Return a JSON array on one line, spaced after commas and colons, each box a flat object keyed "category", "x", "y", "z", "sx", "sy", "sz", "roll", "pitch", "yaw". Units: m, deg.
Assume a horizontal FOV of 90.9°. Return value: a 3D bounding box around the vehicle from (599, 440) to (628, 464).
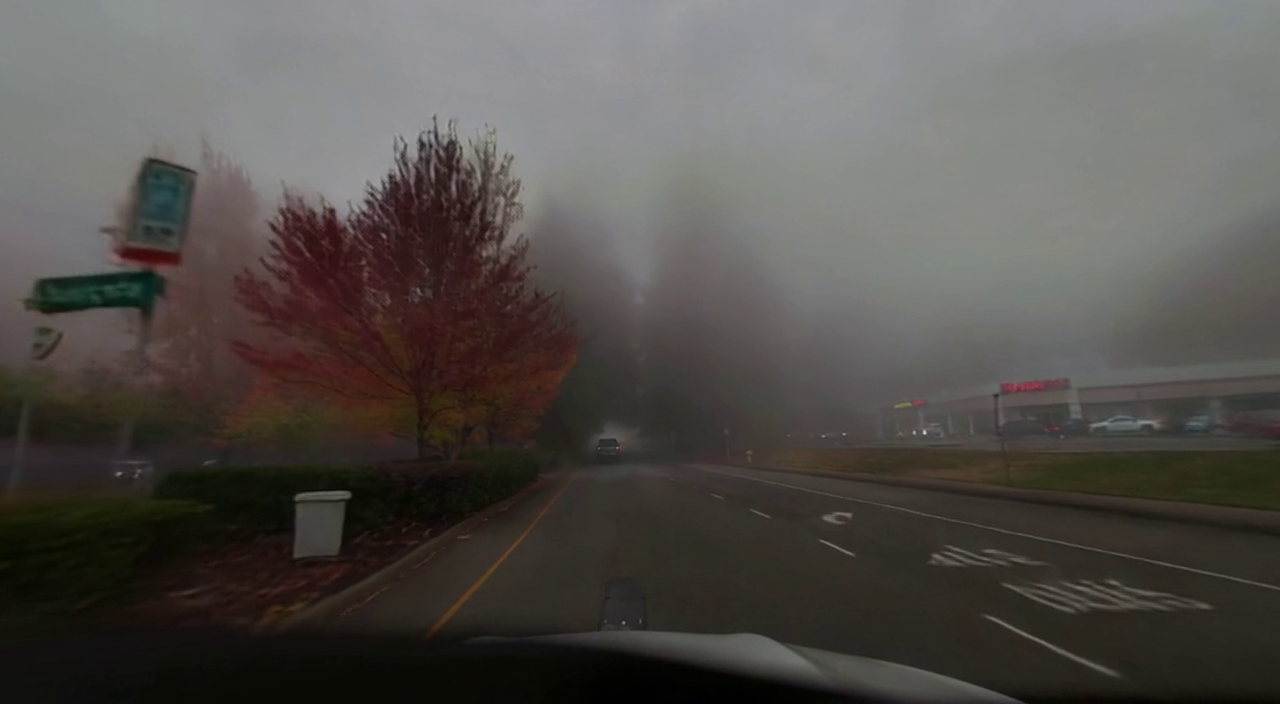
[{"category": "vehicle", "x": -2.191, "y": 7.880, "z": 49.971, "sx": 2.146, "sy": 1.814, "sz": 5.110, "roll": 0, "pitch": -8, "yaw": -4}]
